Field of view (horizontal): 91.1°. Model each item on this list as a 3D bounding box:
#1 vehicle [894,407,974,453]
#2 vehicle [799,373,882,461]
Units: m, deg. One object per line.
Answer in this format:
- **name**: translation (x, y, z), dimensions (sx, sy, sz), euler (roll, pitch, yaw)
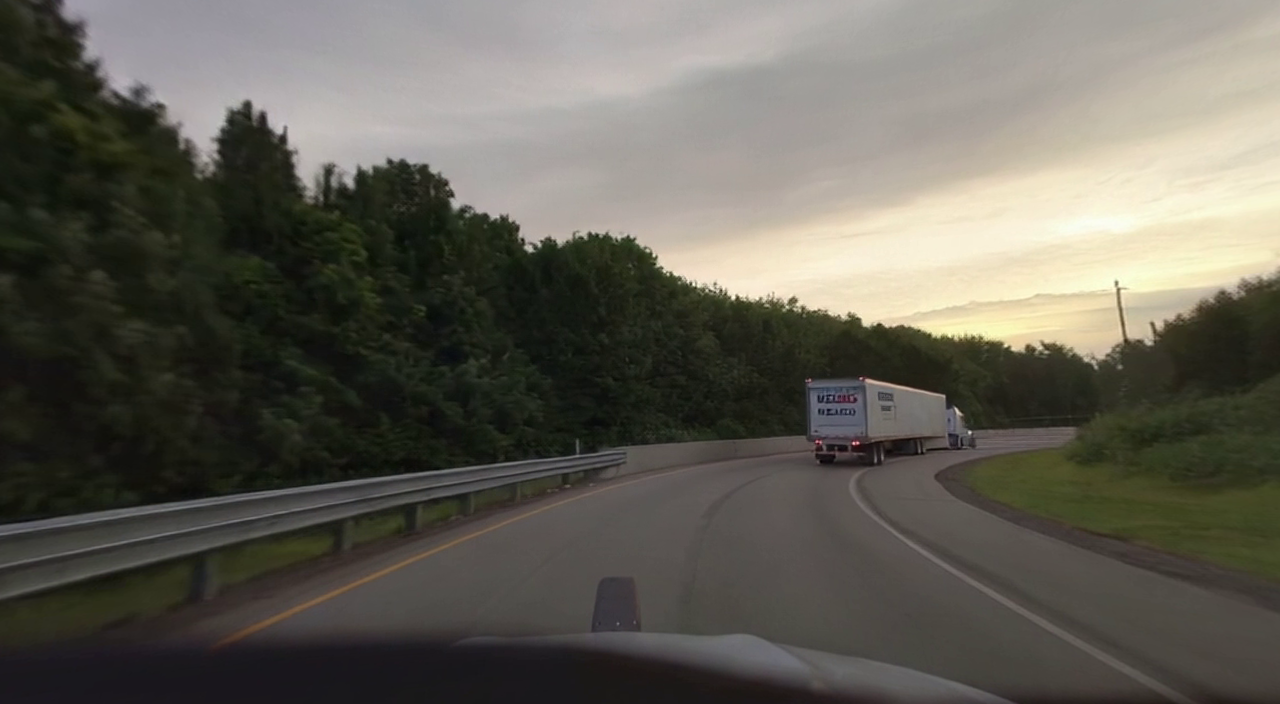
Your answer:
- **vehicle**: translation (18.082, 4.805, 38.470), dimensions (6.650, 2.524, 2.120), euler (8, -11, -44)
- **vehicle**: translation (9.366, 3.055, 29.211), dimensions (2.963, 3.771, 3.137), euler (-4, -9, 29)
